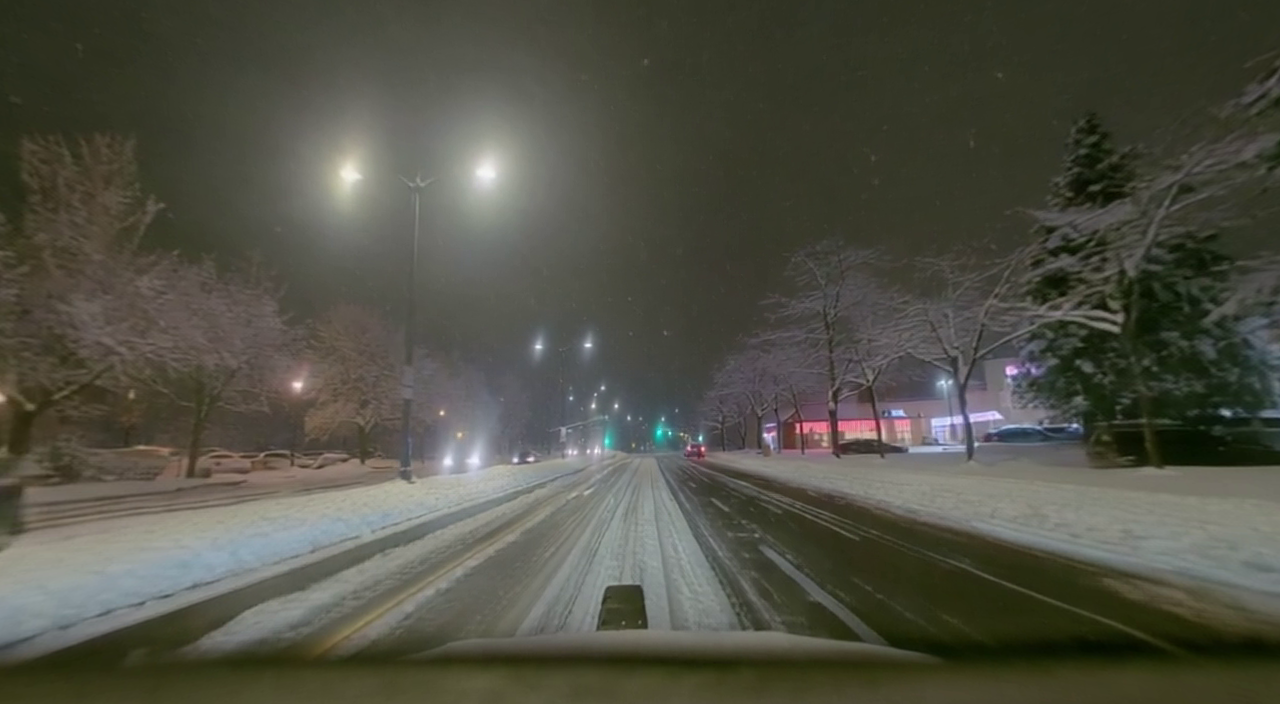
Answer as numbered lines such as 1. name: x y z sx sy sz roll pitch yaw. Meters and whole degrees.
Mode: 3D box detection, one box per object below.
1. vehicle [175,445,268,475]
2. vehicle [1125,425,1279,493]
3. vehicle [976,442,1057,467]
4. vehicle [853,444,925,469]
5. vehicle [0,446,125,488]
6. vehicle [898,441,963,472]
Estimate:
1. vehicle: -29.413 7.572 44.178 5.319 1.985 2.410 -2 -9 16
2. vehicle: 17.067 3.033 17.935 4.720 1.769 2.229 1 -9 -6
3. vehicle: 27.310 7.437 45.607 4.478 1.746 2.159 0 -8 2
4. vehicle: 16.856 7.016 42.473 4.313 1.584 2.282 5 -9 -29
5. vehicle: -29.097 5.642 31.296 2.199 1.859 5.442 0 -8 -1
6. vehicle: 18.855 6.734 40.675 3.754 1.844 2.002 5 -10 -32
